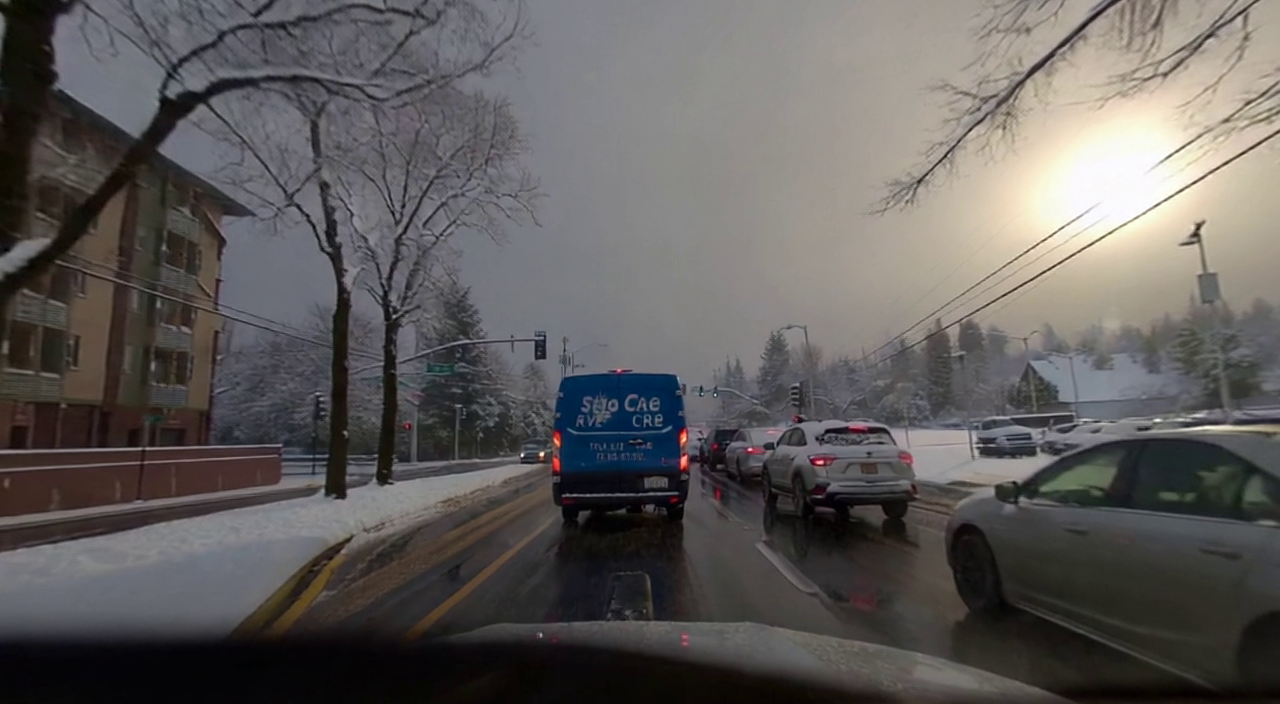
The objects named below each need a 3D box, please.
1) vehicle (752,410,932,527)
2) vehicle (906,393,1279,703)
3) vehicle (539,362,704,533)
[{"bbox_3d":[3.468,2.091,11.831,1.965,1.771,4.295,0,-8,0],"label":"vehicle"},{"bbox_3d":[3.455,1.074,3.568,1.951,1.483,4.582,0,-8,1],"label":"vehicle"},{"bbox_3d":[-0.178,1.757,11.833,2.422,2.488,4.992,0,-8,2],"label":"vehicle"}]
